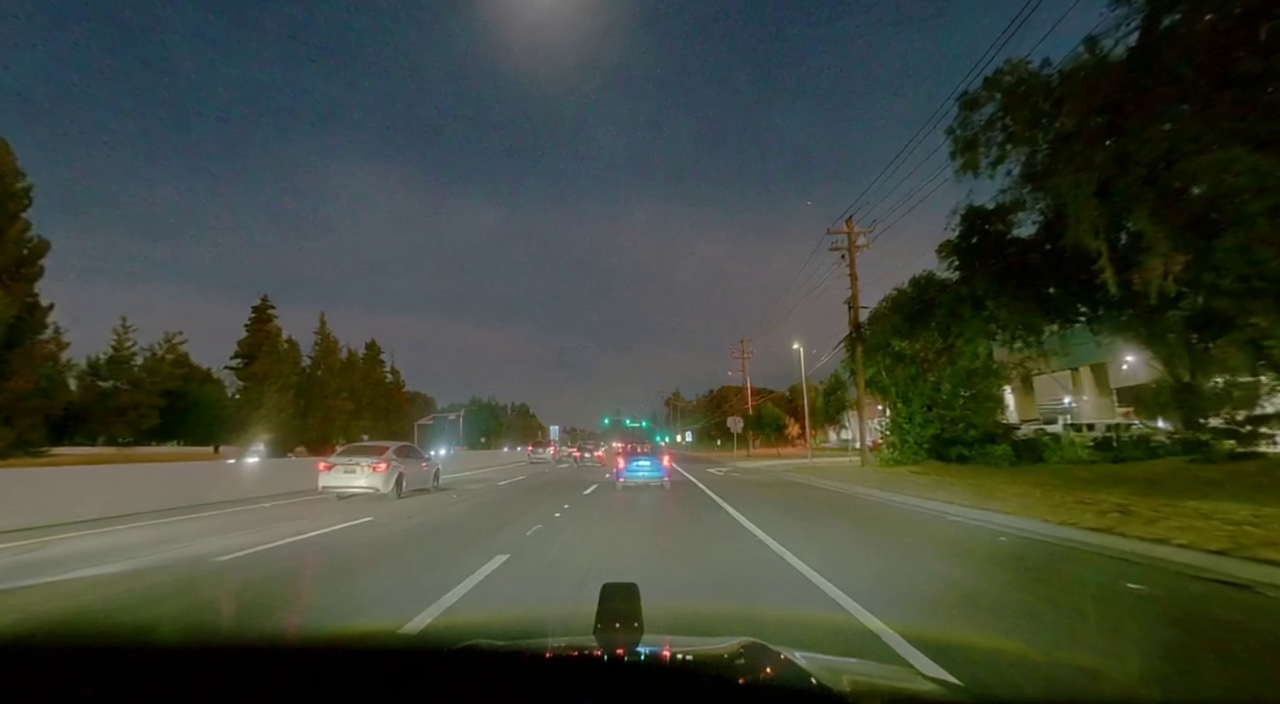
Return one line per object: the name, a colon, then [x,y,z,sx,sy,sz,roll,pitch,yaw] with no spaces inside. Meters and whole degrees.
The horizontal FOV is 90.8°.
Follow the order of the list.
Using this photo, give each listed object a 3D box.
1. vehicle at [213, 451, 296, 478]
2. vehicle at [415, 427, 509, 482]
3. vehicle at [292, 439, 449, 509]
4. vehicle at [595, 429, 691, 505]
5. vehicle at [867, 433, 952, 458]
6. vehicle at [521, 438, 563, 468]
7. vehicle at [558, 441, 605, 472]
vehicle: [-22.639,6.603,37.323,1.911,1.439,4.742,0,-8,0]
vehicle: [-6.739,3.963,24.639,2.144,1.905,4.967,0,-8,1]
vehicle: [-6.474,2.954,15.843,1.900,1.483,4.547,0,-8,0]
vehicle: [0.068,2.862,16.160,2.140,1.653,4.108,0,-8,0]
vehicle: [17.777,6.213,41.784,4.659,1.572,2.019,0,-8,0]
vehicle: [-6.114,6.354,39.957,1.914,1.756,4.179,0,-8,1]
vehicle: [-3.023,5.485,33.471,2.055,1.510,3.961,0,-8,2]
